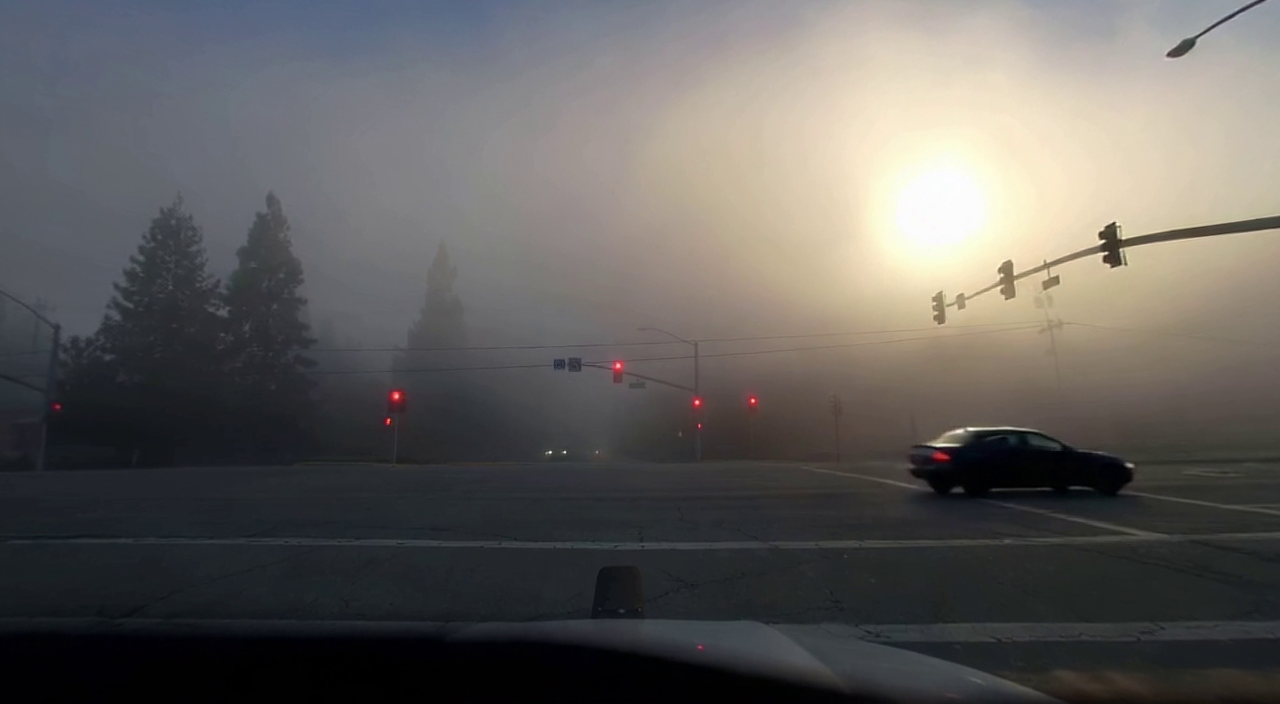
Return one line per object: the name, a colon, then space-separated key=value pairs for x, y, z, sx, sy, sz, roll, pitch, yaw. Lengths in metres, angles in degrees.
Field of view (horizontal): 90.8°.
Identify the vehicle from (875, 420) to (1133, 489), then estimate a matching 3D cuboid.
vehicle: x=8.142 y=2.326 z=14.449 sx=4.736 sy=1.445 sz=1.933 roll=0 pitch=-8 yaw=-3
